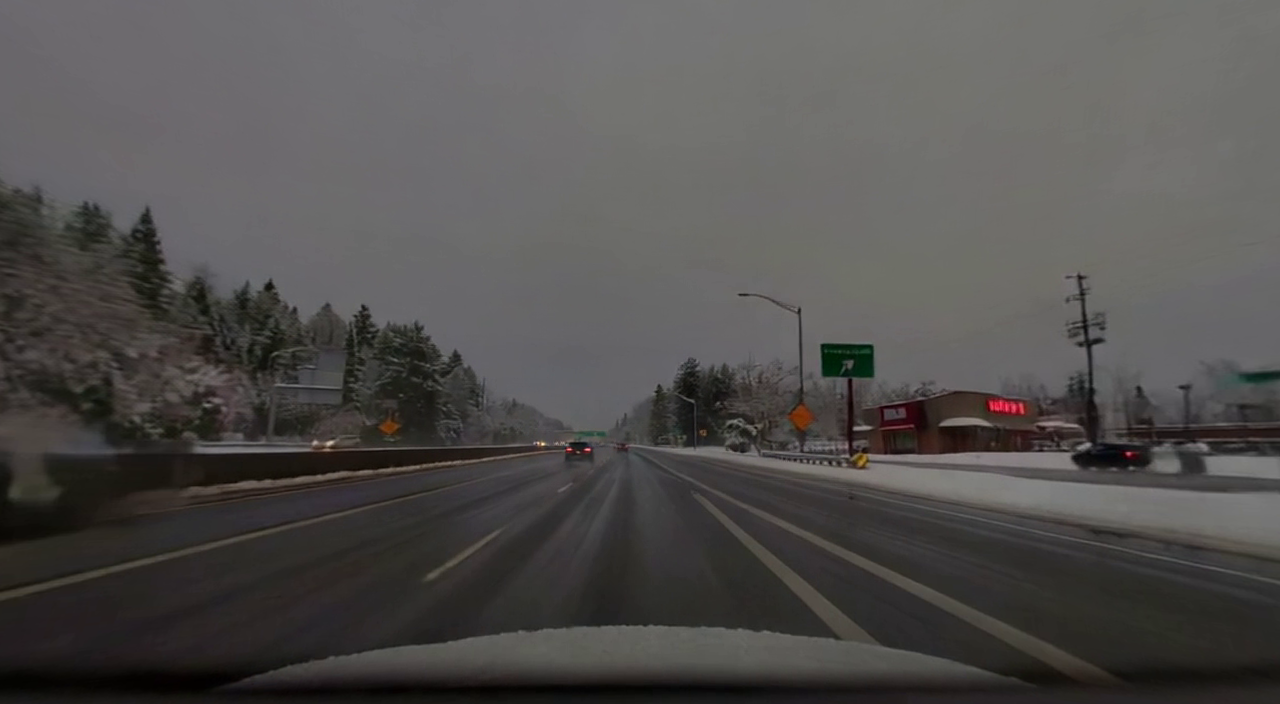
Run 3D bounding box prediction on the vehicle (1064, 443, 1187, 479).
[{"bbox_3d":[26.081,5.844,34.218,1.972,1.749,5.464,1,-8,-6],"label":"vehicle"}]
